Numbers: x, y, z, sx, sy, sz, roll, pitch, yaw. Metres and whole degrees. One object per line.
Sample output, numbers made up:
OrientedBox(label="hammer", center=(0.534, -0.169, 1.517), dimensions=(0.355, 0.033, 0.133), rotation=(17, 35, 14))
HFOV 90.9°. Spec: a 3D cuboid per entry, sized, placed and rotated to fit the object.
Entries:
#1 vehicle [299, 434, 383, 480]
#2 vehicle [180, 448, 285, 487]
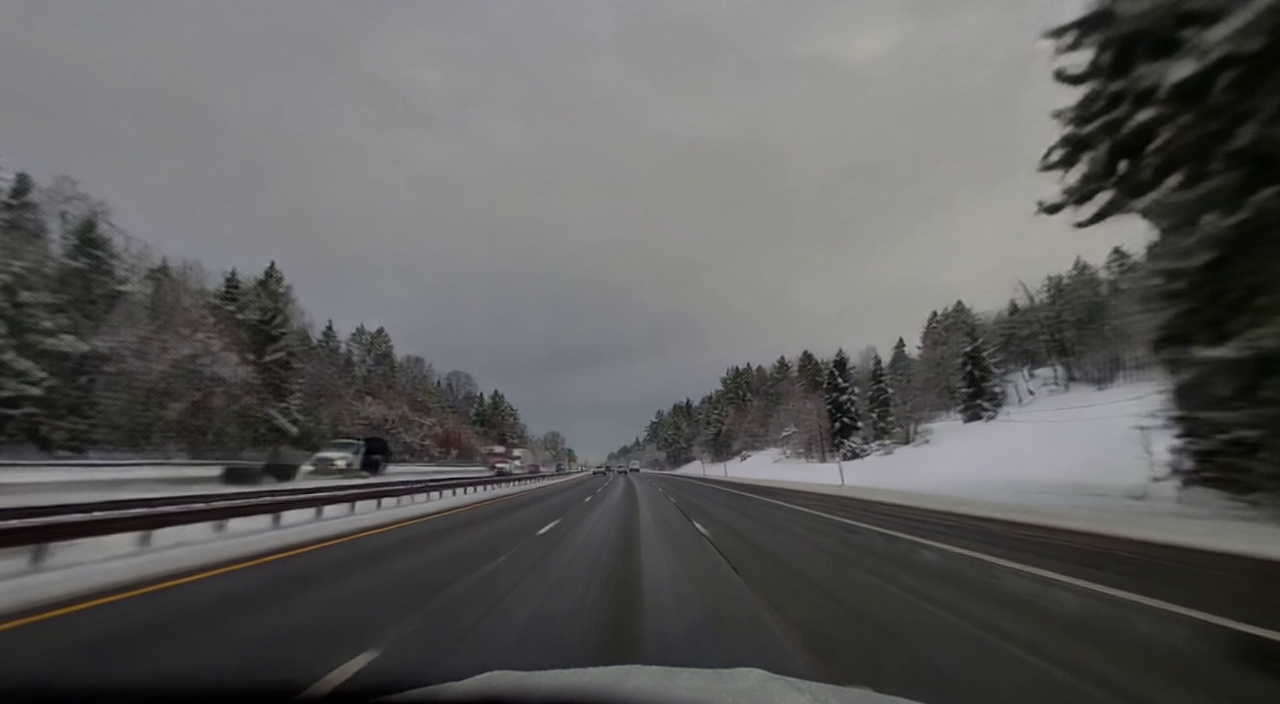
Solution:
OrientedBox(label="vehicle", center=(-19.286, 6.895, 41.075), dimensions=(2.252, 2.669, 6.834), rotation=(1, -10, -2))
OrientedBox(label="vehicle", center=(-16.388, 4.680, 25.560), dimensions=(1.855, 1.412, 3.502), rotation=(1, -10, -1))
